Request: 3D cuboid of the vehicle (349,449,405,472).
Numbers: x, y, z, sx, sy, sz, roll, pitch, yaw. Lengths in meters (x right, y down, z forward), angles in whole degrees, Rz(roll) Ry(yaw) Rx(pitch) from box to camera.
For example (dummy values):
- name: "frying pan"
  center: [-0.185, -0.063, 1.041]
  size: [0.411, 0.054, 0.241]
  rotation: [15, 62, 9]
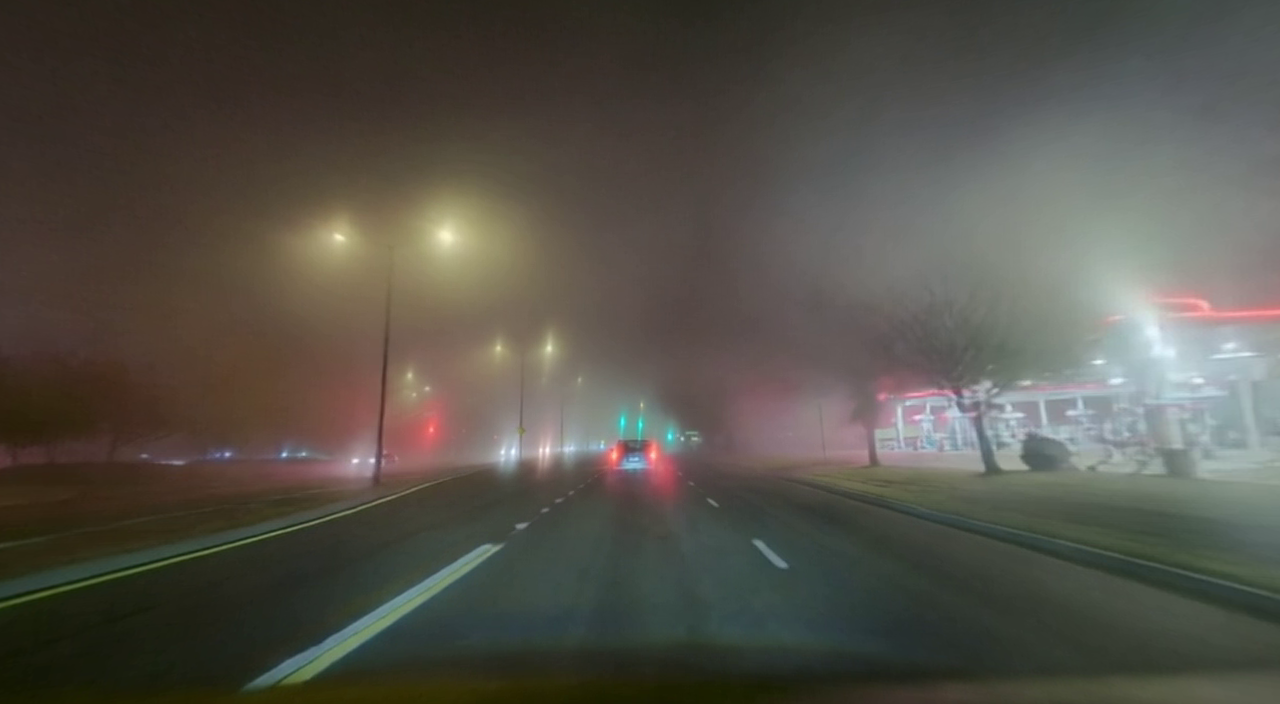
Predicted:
- name: "vehicle"
  center: [-19.002, 7.815, 45.673]
  size: [1.940, 1.525, 4.654]
  rotation: [0, -8, 1]

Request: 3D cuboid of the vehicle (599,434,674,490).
- name: "vehicle"
  center: [-0.073, 3.373, 19.603]
  size: [2.062, 1.519, 4.214]
  rotation: [0, -8, 0]
